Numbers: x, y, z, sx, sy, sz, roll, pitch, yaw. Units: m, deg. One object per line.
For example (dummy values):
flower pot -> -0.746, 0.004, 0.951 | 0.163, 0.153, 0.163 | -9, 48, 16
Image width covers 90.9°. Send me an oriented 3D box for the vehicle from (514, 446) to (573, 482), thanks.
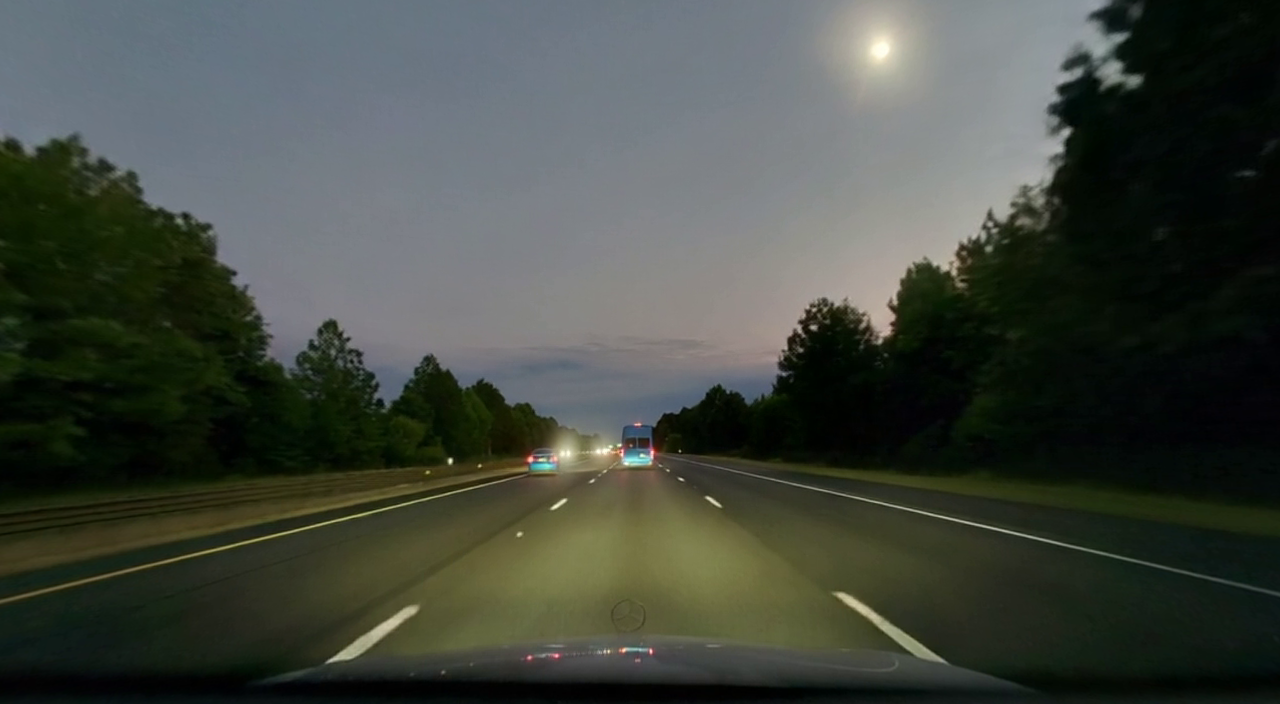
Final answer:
vehicle -> -4.277, 5.031, 28.669 | 1.916, 1.506, 4.476 | 0, -9, 1
